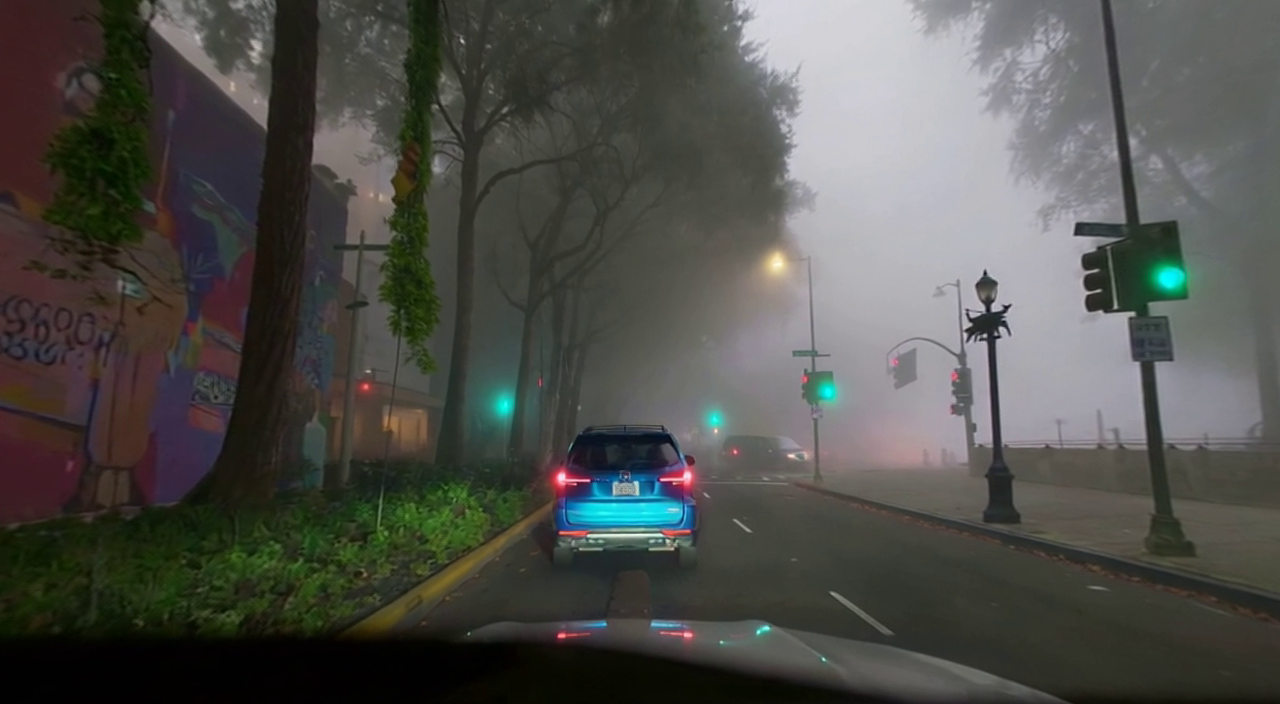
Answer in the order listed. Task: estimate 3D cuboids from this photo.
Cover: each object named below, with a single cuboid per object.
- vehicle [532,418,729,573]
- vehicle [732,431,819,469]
[{"bbox_3d":[-0.118,1.814,8.692,2.079,1.621,3.861,0,-8,0],"label":"vehicle"},{"bbox_3d":[7.966,5.685,36.710,2.448,2.063,5.513,-8,-11,41],"label":"vehicle"}]
